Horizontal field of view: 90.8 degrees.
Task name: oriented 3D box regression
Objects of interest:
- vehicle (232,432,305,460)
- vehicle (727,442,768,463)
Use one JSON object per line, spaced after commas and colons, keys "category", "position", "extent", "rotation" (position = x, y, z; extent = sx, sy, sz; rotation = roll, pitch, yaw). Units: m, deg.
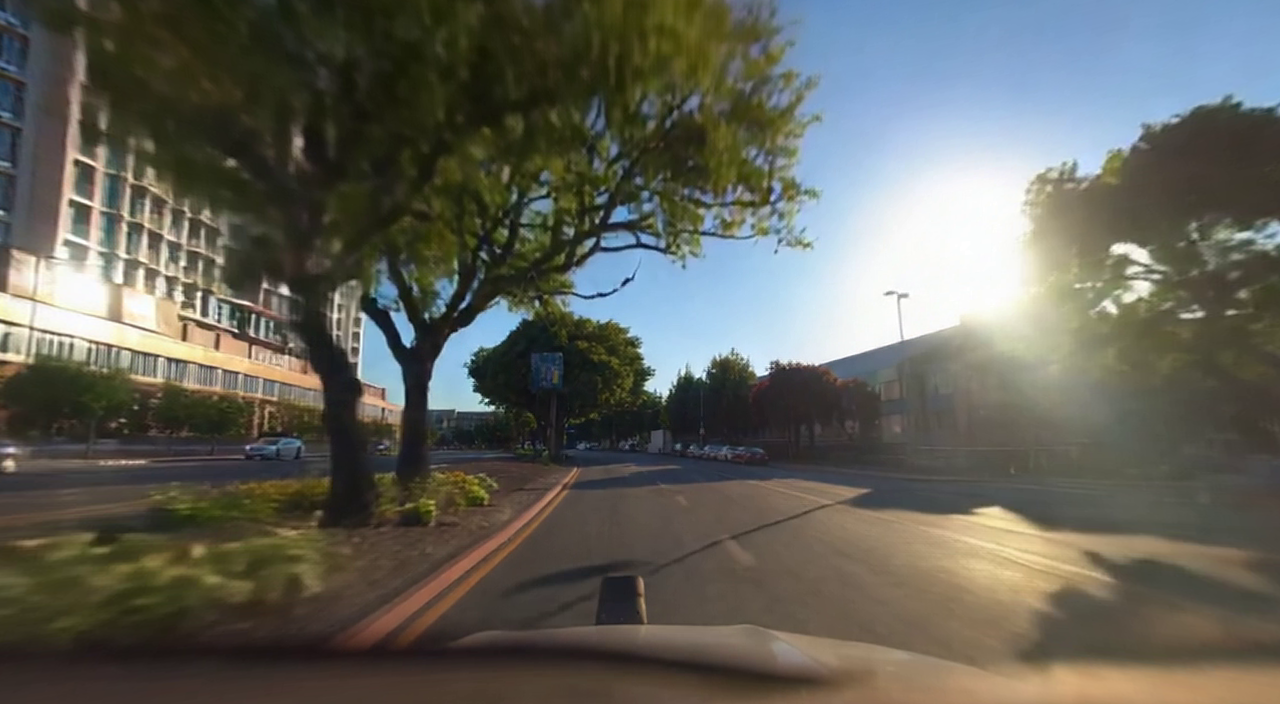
{"category": "vehicle", "position": [-20.009, 5.094, 34.232], "extent": [1.822, 1.453, 4.053], "rotation": [1, -9, -6]}
{"category": "vehicle", "position": [8.129, 7.651, 48.353], "extent": [1.907, 1.524, 4.381], "rotation": [1, -9, -7]}
